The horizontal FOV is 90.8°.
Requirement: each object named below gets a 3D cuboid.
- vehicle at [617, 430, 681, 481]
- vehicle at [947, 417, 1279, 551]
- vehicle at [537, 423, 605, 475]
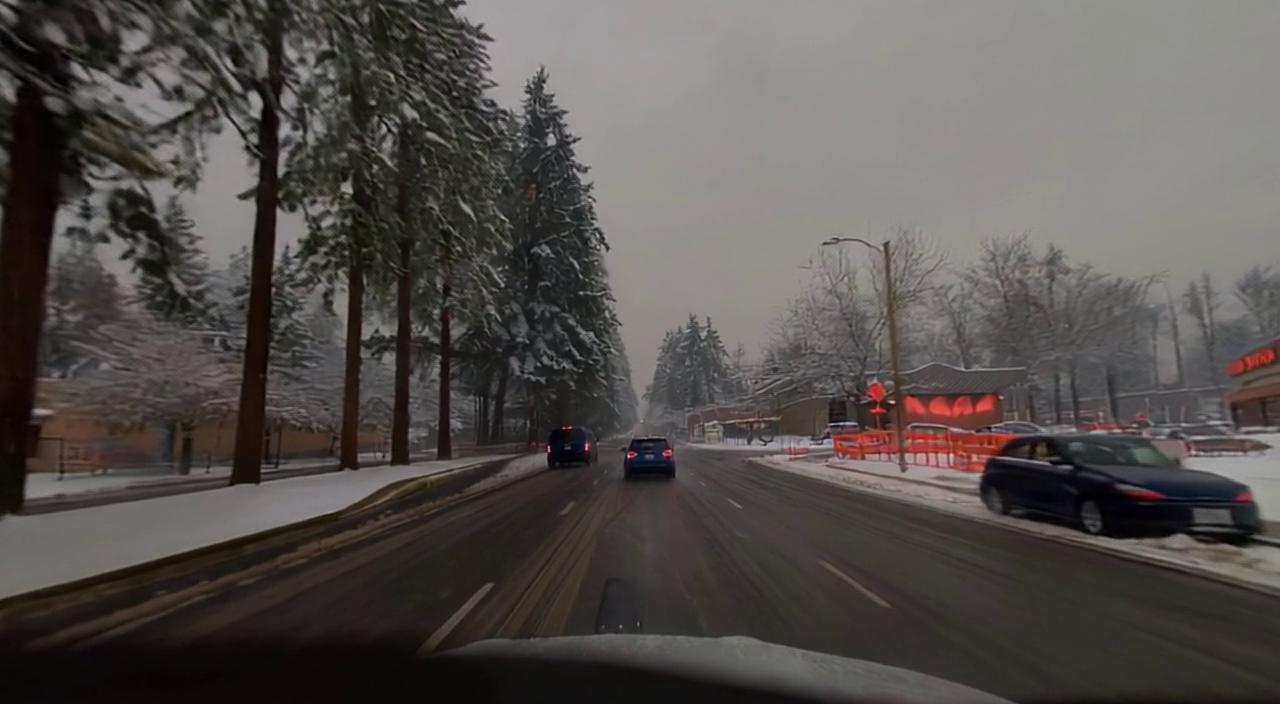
[{"bbox_3d":[0.306,3.850,23.806,2.168,1.725,4.192,0,-8,0],"label":"vehicle"},{"bbox_3d":[6.914,1.880,9.699,2.076,1.535,4.460,0,-9,-1],"label":"vehicle"},{"bbox_3d":[-2.926,4.292,28.174,2.357,2.063,5.488,0,-8,1],"label":"vehicle"}]
